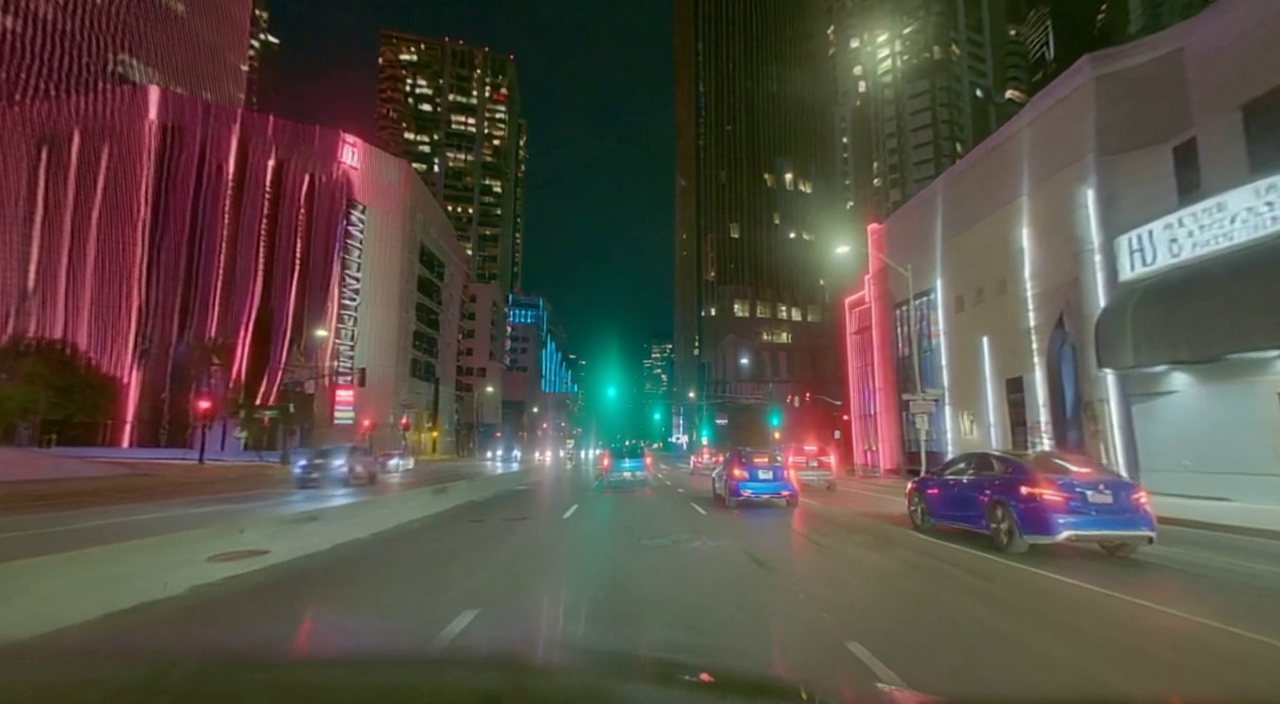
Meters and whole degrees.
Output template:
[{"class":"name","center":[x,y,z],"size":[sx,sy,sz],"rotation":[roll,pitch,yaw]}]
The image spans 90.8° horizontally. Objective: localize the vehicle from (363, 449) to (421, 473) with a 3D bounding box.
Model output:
[{"class":"vehicle","center":[-16.034,7.031,41.035],"size":[2.017,1.460,4.556],"rotation":[0,-9,-2]}]

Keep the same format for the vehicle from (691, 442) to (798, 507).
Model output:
[{"class":"vehicle","center":[2.616,3.201,16.988],"size":[1.987,1.484,4.427],"rotation":[0,-9,-2]}]

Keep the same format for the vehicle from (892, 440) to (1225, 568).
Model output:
[{"class":"vehicle","center":[5.930,2.160,9.889],"size":[1.914,1.484,4.639],"rotation":[0,-9,-2]}]

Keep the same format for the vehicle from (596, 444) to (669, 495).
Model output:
[{"class":"vehicle","center":[-0.284,3.721,20.399],"size":[2.096,1.457,4.160],"rotation":[0,-9,-2]}]

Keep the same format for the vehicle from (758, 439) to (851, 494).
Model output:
[{"class":"vehicle","center":[5.831,4.097,23.023],"size":[2.015,1.745,4.444],"rotation":[0,-9,-2]}]

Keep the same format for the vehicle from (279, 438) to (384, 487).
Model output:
[{"class":"vehicle","center":[-12.416,4.468,25.860],"size":[1.861,1.780,4.814],"rotation":[0,-9,0]}]
